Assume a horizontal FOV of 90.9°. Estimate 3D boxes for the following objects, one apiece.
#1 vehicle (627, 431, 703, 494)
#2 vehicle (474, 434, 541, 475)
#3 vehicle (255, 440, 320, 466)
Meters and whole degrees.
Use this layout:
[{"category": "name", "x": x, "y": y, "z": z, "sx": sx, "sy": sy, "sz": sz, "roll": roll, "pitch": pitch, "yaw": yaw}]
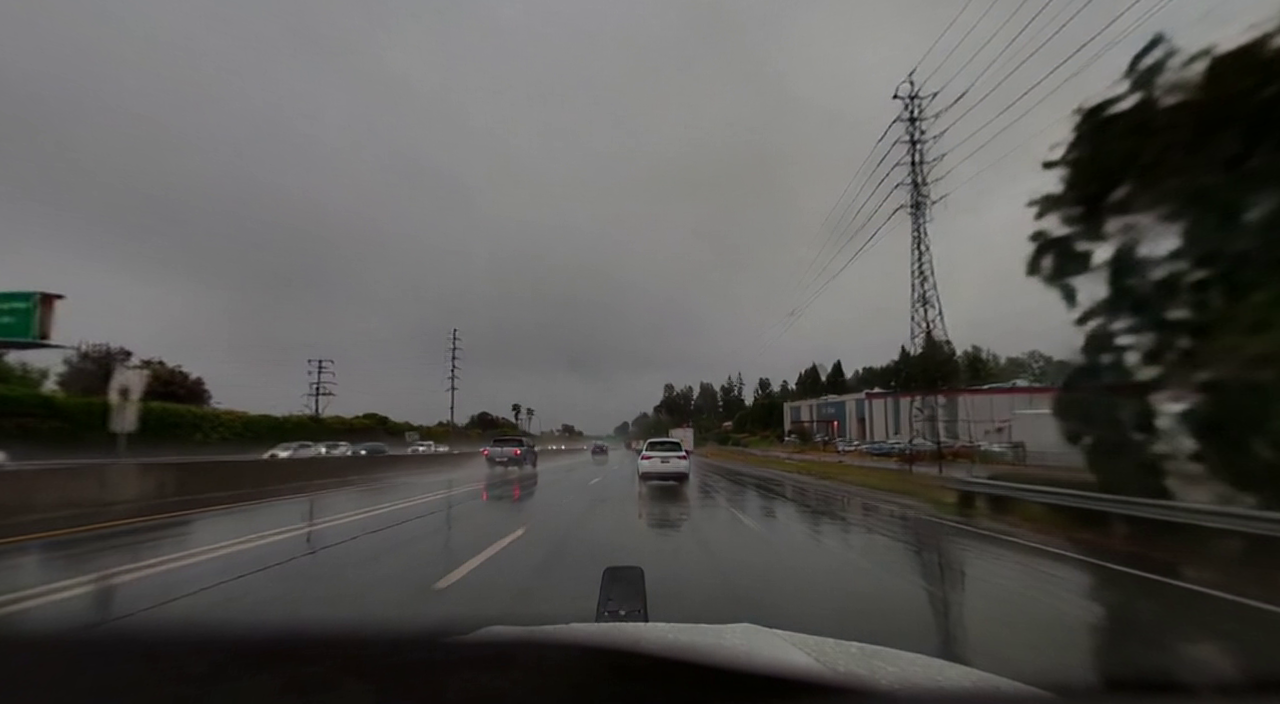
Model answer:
[{"category": "vehicle", "x": 0.704, "y": 3.386, "z": 19.774, "sx": 2.134, "sy": 1.733, "sz": 4.049, "roll": 0, "pitch": -8, "yaw": 0}, {"category": "vehicle", "x": -6.409, "y": 4.998, "z": 31.050, "sx": 2.220, "sy": 1.841, "sz": 4.516, "roll": 0, "pitch": -8, "yaw": 1}, {"category": "vehicle", "x": -20.603, "y": 5.906, "z": 37.046, "sx": 1.670, "sy": 1.446, "sz": 3.640, "roll": 0, "pitch": -8, "yaw": 1}]
